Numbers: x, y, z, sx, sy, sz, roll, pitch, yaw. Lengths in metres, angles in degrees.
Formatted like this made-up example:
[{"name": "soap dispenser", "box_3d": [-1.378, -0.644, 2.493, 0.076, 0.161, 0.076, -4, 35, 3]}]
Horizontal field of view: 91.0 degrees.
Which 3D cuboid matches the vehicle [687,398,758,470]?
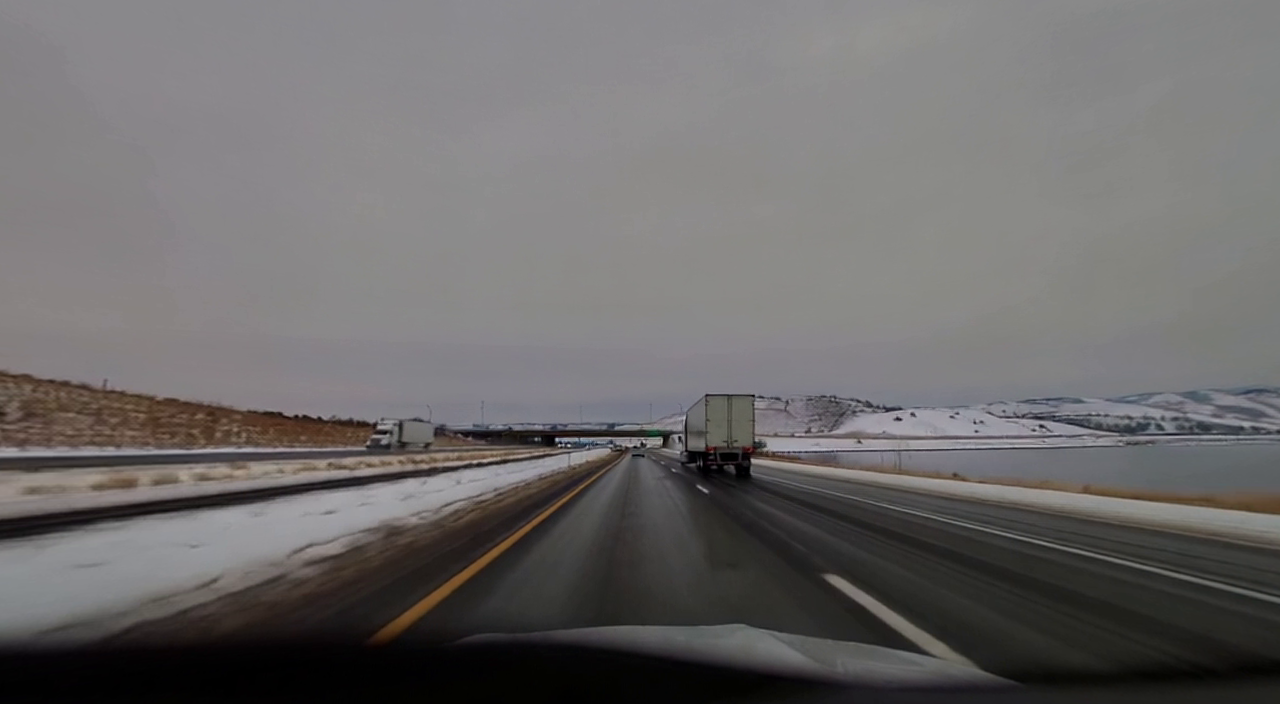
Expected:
[{"name": "vehicle", "box_3d": [5.150, 5.632, 42.178, 3.035, 4.005, 13.454, 0, -9, 0]}]
